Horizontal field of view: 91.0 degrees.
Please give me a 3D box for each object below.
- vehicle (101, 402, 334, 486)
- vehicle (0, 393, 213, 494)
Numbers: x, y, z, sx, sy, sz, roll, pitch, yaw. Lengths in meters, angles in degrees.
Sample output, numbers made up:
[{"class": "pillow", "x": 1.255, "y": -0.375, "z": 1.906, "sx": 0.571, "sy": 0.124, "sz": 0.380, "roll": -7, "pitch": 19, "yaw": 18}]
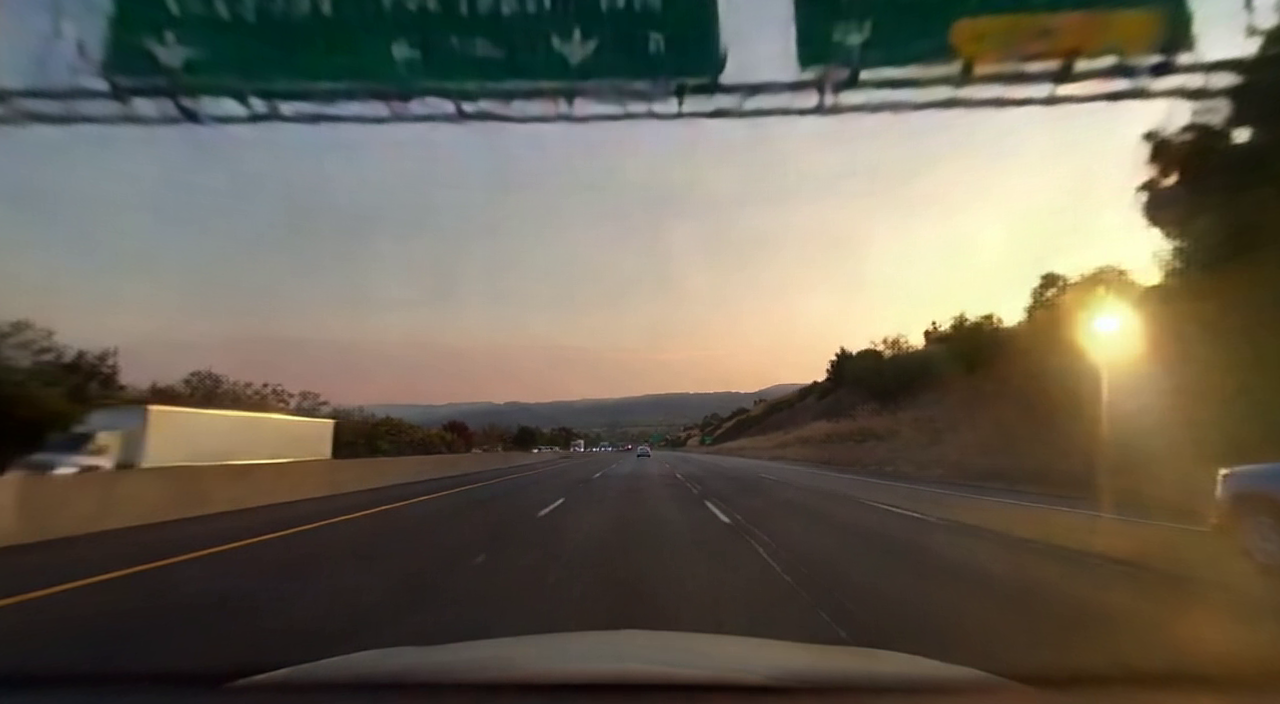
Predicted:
[{"class": "vehicle", "x": -24.980, "y": 5.799, "z": 39.558, "sx": 2.942, "sy": 4.171, "sz": 16.450, "roll": 0, "pitch": -9, "yaw": 1}, {"class": "vehicle", "x": -25.223, "y": 4.359, "z": 29.907, "sx": 3.014, "sy": 4.004, "sz": 9.270, "roll": 0, "pitch": -9, "yaw": 2}]
